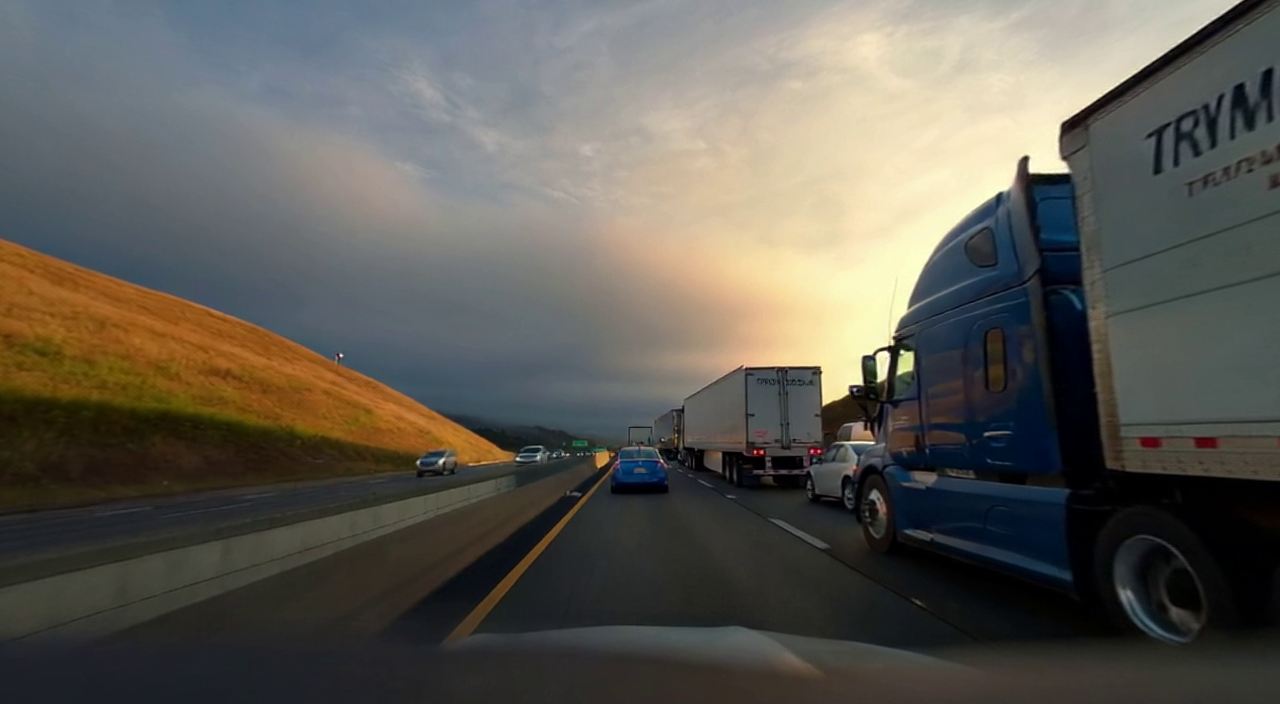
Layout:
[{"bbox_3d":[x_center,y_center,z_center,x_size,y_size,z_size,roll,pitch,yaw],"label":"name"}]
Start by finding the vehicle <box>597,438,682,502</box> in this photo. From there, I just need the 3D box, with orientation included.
[{"bbox_3d":[-0.049,3.099,17.017,2.045,1.507,3.763,0,-8,-1],"label":"vehicle"}]

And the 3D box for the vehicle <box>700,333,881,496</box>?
[{"bbox_3d":[4.358,2.282,21.317,3.235,4.197,9.908,0,-8,-2],"label":"vehicle"}]

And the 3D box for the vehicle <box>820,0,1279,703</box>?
[{"bbox_3d":[4.229,0.143,5.442,3.150,4.051,6.527,0,-8,-2],"label":"vehicle"}]
